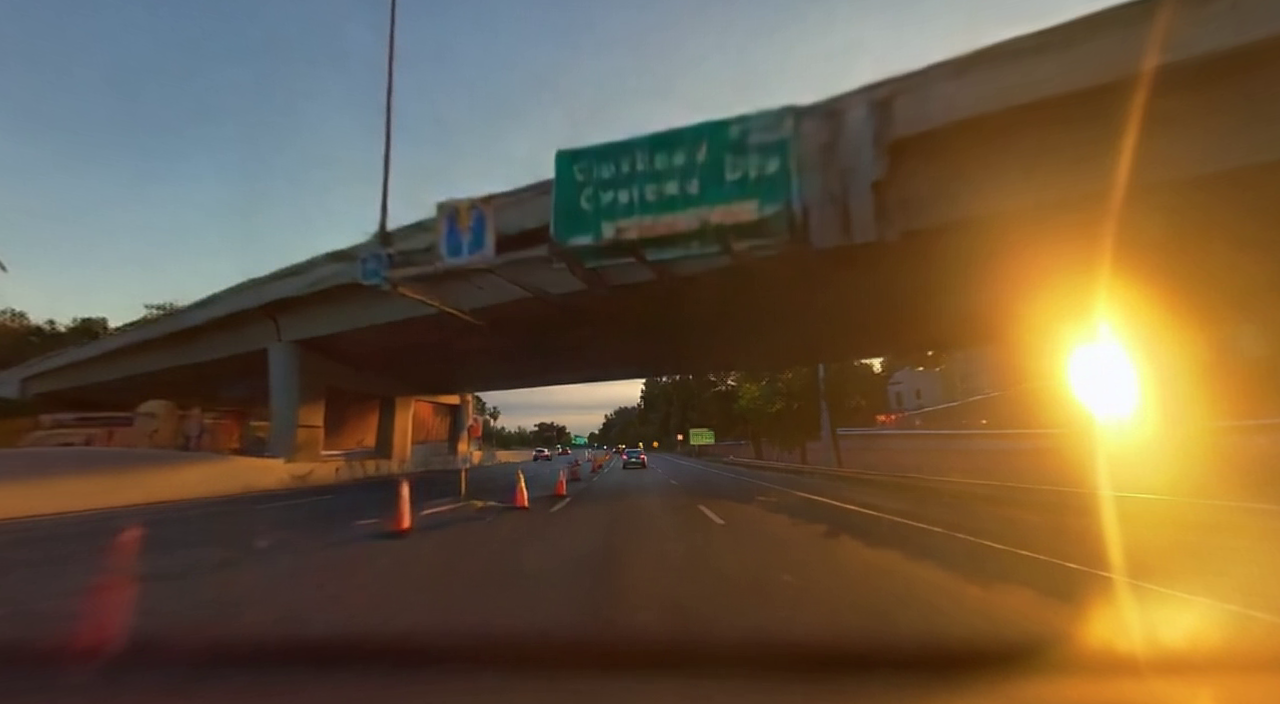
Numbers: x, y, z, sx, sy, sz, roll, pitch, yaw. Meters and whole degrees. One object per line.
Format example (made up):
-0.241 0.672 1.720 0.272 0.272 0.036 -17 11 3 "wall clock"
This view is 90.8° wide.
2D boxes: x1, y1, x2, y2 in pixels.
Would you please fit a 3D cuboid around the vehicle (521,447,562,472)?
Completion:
-6.286 6.938 40.935 1.997 1.507 4.248 0 -9 0 "vehicle"

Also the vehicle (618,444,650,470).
-0.422 7.095 42.776 2.109 1.638 3.856 0 -9 -1 "vehicle"
